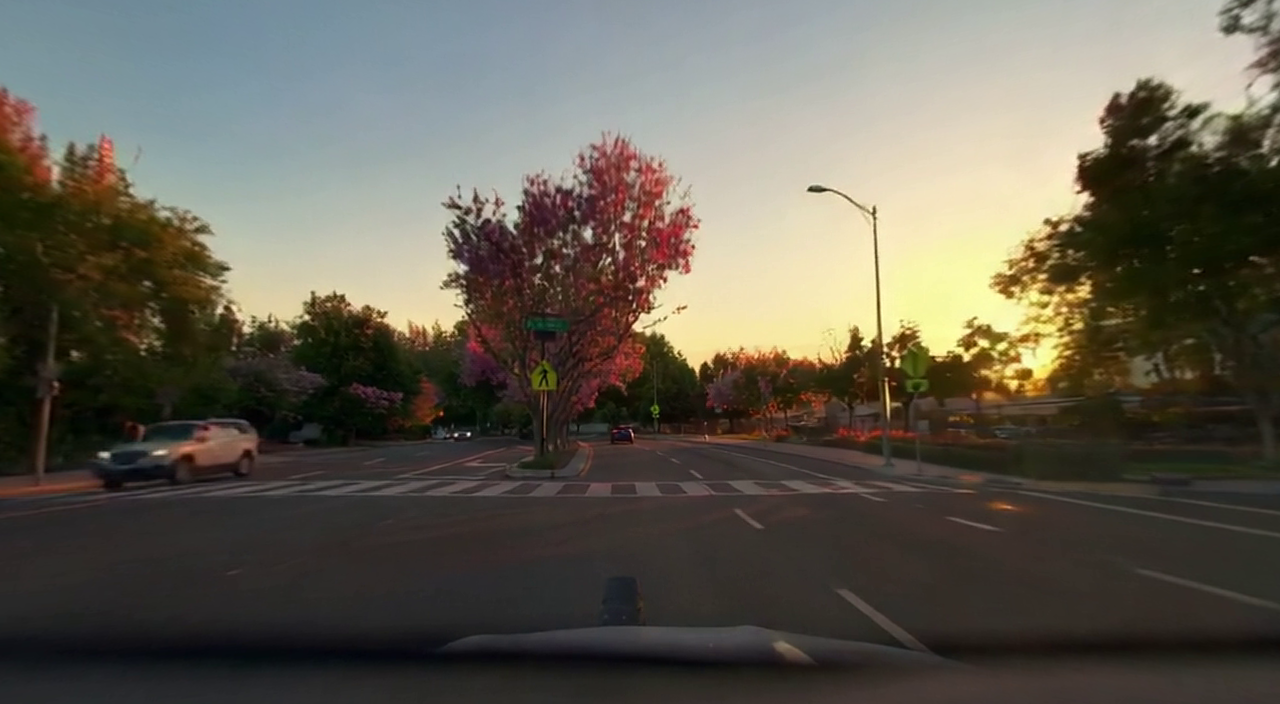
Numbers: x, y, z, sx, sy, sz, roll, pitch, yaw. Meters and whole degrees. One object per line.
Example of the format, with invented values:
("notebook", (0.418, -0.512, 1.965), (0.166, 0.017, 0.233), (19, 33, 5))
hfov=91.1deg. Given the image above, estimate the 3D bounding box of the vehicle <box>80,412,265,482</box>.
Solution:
("vehicle", (-14.605, 3.030, 20.132), (2.182, 1.933, 4.940), (1, -8, -2))
